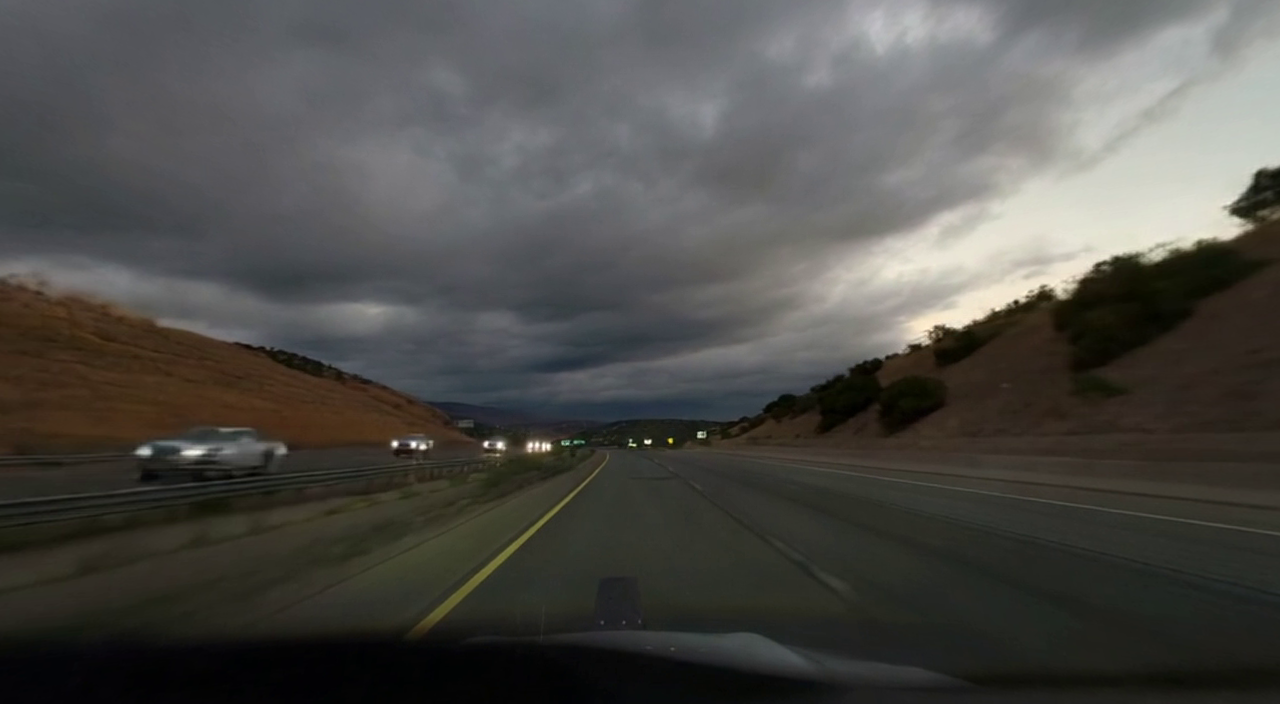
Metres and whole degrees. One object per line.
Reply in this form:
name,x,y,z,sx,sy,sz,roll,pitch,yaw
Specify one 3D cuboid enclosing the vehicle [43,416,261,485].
vehicle,-14.309,2.960,19.134,2.129,1.767,5.642,0,-8,0
